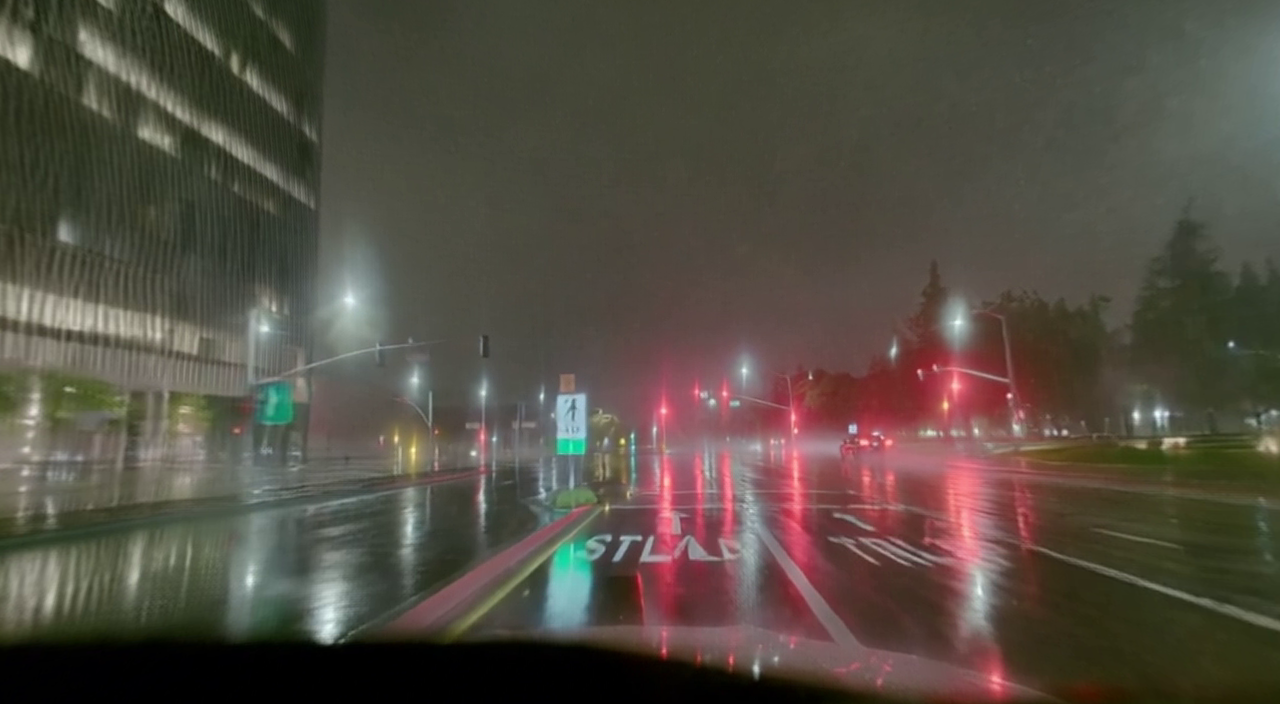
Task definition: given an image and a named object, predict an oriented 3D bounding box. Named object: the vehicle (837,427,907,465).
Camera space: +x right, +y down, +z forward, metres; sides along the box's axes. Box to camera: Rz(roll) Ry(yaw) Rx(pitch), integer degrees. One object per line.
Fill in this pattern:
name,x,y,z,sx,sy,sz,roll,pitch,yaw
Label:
vehicle,12.256,5.034,33.712,2.156,1.881,4.743,-1,-9,3
